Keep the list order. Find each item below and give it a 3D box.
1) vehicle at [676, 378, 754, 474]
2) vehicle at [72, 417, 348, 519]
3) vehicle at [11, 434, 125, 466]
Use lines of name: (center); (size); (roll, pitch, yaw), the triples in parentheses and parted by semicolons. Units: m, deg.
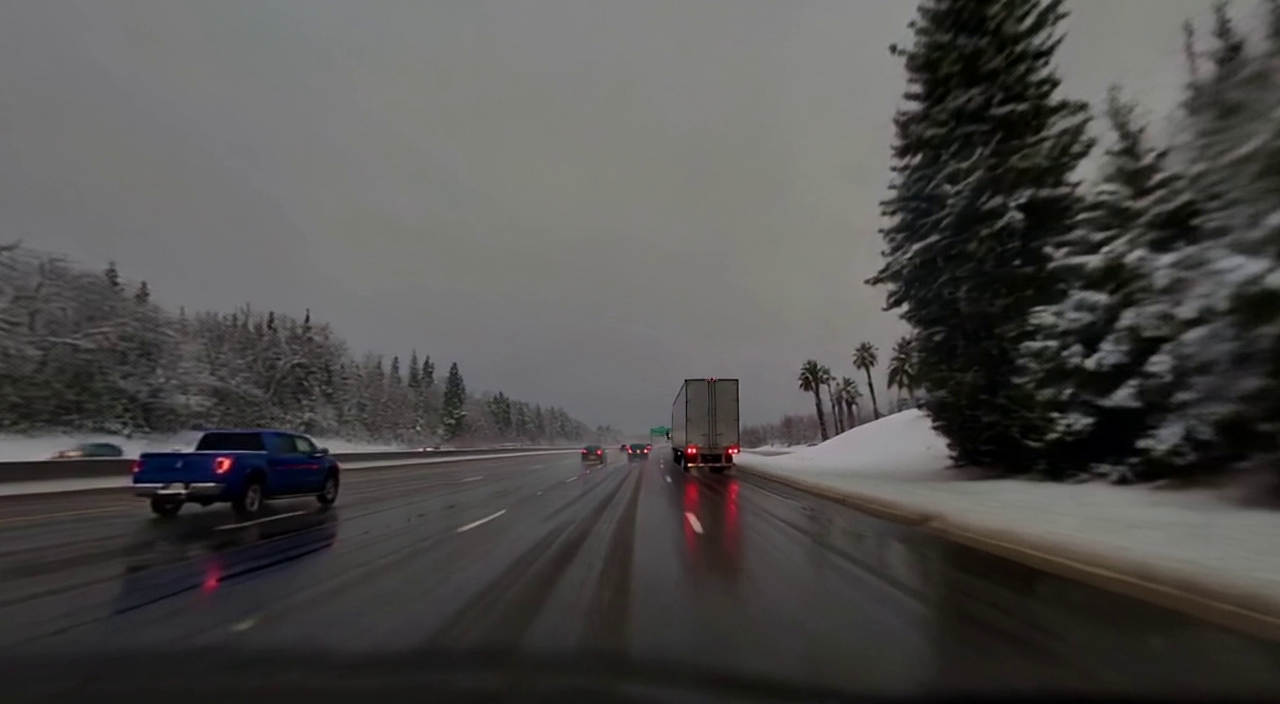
vehicle: (3.710, 4.319, 35.640); (2.891, 4.123, 16.415); (0, -8, 2)
vehicle: (-8.515, 2.356, 13.283); (2.264, 1.728, 4.940); (0, -9, 1)
vehicle: (-32.564, 5.578, 36.035); (1.945, 1.692, 4.734); (0, -9, 2)
